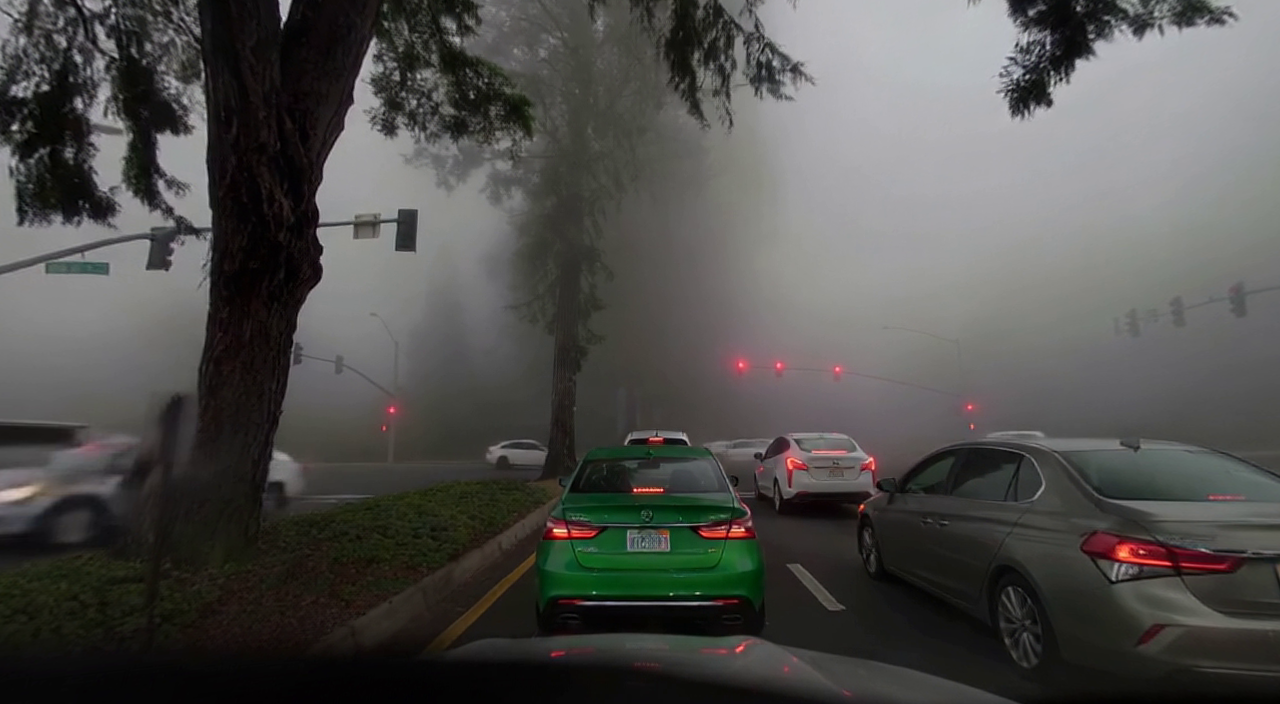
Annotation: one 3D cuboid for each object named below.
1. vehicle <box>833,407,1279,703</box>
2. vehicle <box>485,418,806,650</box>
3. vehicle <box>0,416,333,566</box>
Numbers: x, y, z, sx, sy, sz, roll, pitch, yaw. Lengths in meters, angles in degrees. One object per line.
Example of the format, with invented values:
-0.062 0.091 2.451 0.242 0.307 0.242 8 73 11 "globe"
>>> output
3.098 1.300 4.859 1.861 1.479 4.371 0 -9 0 "vehicle"
0.030 1.467 6.150 2.026 1.458 4.175 0 -9 0 "vehicle"
-6.726 1.670 8.213 2.047 1.473 4.673 -3 -9 22 "vehicle"
